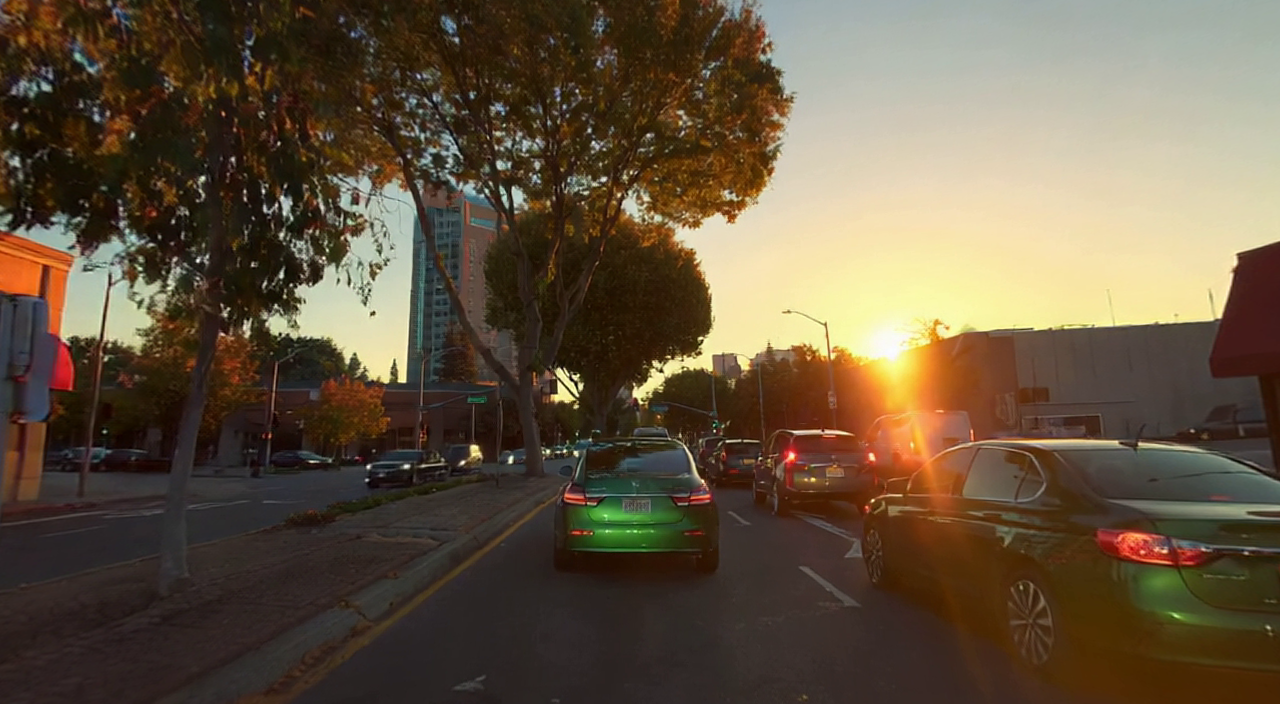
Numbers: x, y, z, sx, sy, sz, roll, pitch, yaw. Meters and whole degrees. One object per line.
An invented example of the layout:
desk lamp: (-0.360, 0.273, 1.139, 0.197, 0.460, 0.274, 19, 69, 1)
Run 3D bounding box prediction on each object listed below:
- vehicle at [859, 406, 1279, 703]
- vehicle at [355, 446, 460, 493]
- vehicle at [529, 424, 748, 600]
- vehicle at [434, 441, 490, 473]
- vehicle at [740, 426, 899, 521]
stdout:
vehicle: (3.306, 1.255, 4.480, 1.988, 1.480, 4.195, 0, -9, 0)
vehicle: (-8.207, 4.161, 22.779, 2.169, 1.477, 4.168, 0, -9, 0)
vehicle: (-0.027, 1.649, 7.288, 1.887, 1.487, 3.535, 0, -9, 0)
vehicle: (-10.690, 6.326, 38.299, 2.060, 1.792, 5.170, 0, -9, -2)
vehicle: (3.532, 2.482, 13.421, 2.025, 1.660, 4.263, 0, -9, -1)
